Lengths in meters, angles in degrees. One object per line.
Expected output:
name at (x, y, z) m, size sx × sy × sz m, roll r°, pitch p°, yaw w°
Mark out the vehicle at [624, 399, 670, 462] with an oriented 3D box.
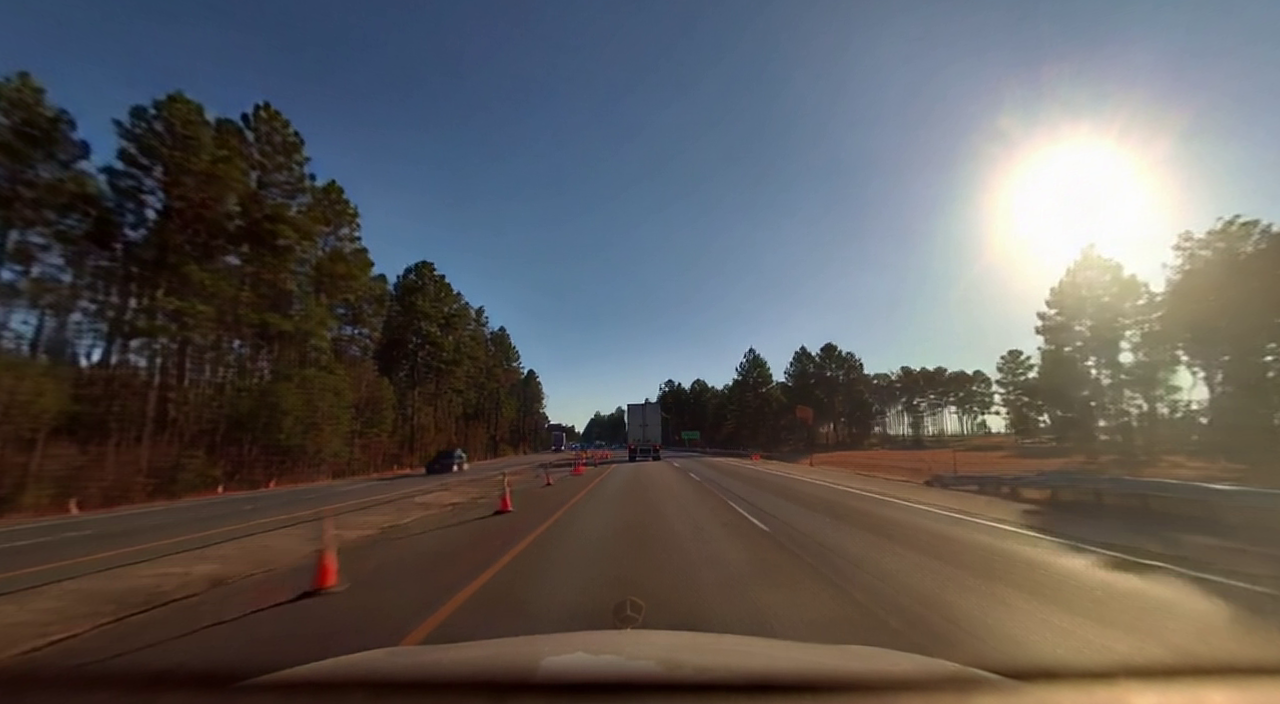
vehicle at (0.311, 5.858, 46.289) m, size 2.935 × 4.068 × 11.036 m, roll 0°, pitch -8°, yaw -1°
